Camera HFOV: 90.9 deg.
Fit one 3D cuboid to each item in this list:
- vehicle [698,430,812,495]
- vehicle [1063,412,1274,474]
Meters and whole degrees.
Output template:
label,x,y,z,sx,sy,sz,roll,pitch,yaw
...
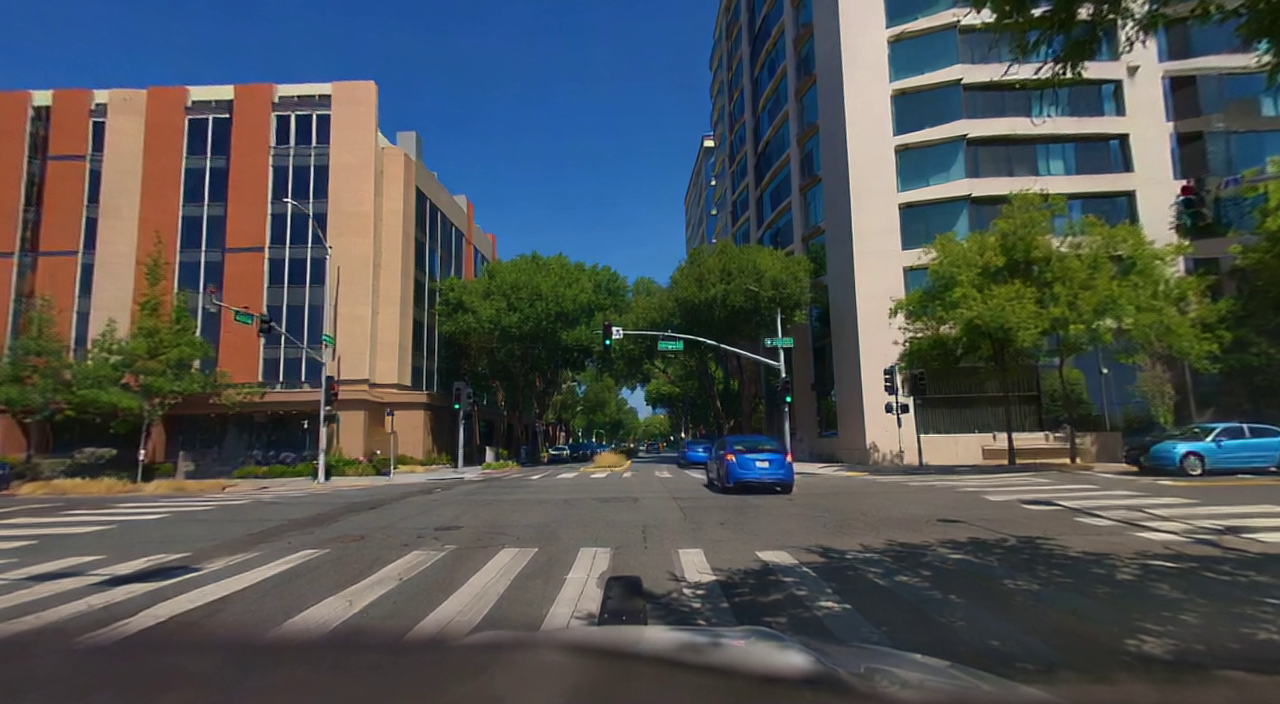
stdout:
label,x,y,z,sx,sy,sz,roll,pitch,yaw
vehicle,2.837,2.848,16.642,2.039,1.470,4.355,0,-8,-2
vehicle,16.900,2.940,20.406,4.802,1.860,2.146,0,-8,1
